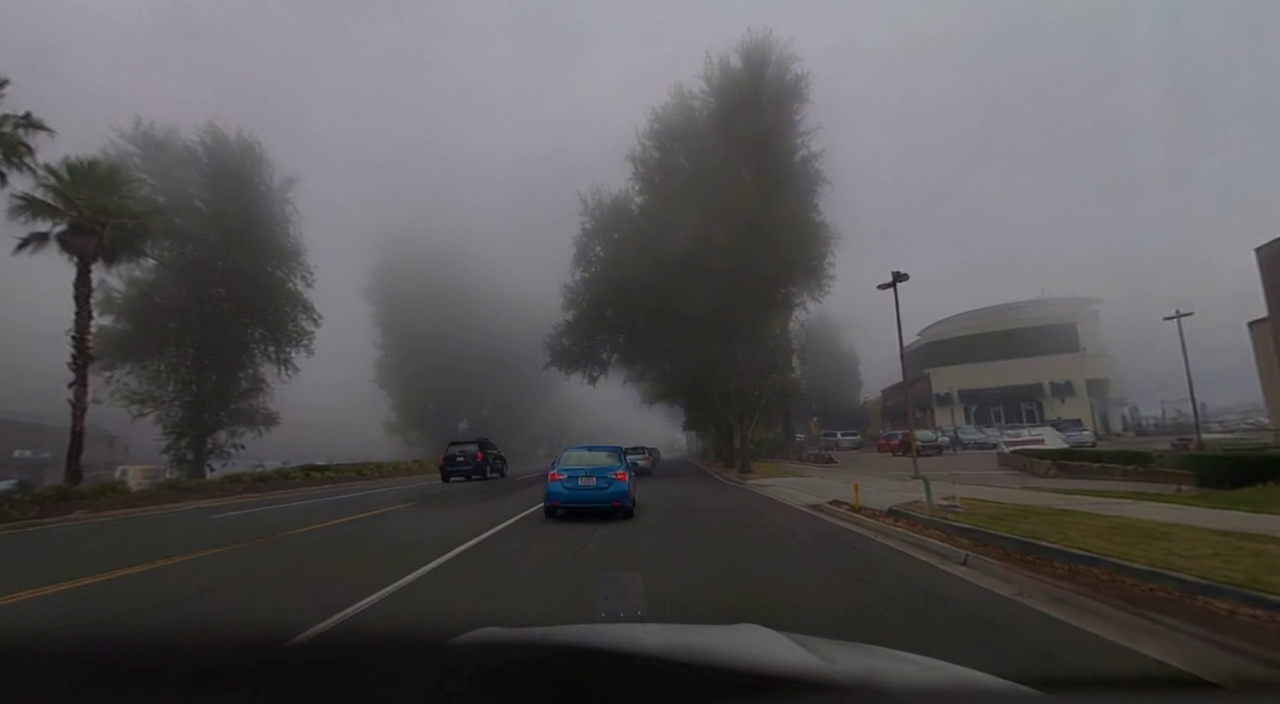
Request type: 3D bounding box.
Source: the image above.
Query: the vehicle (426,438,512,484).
[{"bbox_3d":[-7.725,4.955,29.174,2.400,1.900,5.325,0,-9,1],"label":"vehicle"}]

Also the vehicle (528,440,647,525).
[{"bbox_3d":[-0.996,2.577,13.017,2.067,1.459,3.886,0,-9,-2],"label":"vehicle"}]

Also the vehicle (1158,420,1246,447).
[{"bbox_3d":[38.329,5.573,43.141,4.321,1.578,1.958,-2,-8,-7],"label":"vehicle"}]

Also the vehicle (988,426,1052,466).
[{"bbox_3d":[16.375,4.037,27.098,1.961,1.526,4.640,-6,-10,34],"label":"vehicle"}]

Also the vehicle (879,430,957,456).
[{"bbox_3d":[19.065,6.285,43.529,1.925,1.652,4.490,6,-10,-35],"label":"vehicle"}]
